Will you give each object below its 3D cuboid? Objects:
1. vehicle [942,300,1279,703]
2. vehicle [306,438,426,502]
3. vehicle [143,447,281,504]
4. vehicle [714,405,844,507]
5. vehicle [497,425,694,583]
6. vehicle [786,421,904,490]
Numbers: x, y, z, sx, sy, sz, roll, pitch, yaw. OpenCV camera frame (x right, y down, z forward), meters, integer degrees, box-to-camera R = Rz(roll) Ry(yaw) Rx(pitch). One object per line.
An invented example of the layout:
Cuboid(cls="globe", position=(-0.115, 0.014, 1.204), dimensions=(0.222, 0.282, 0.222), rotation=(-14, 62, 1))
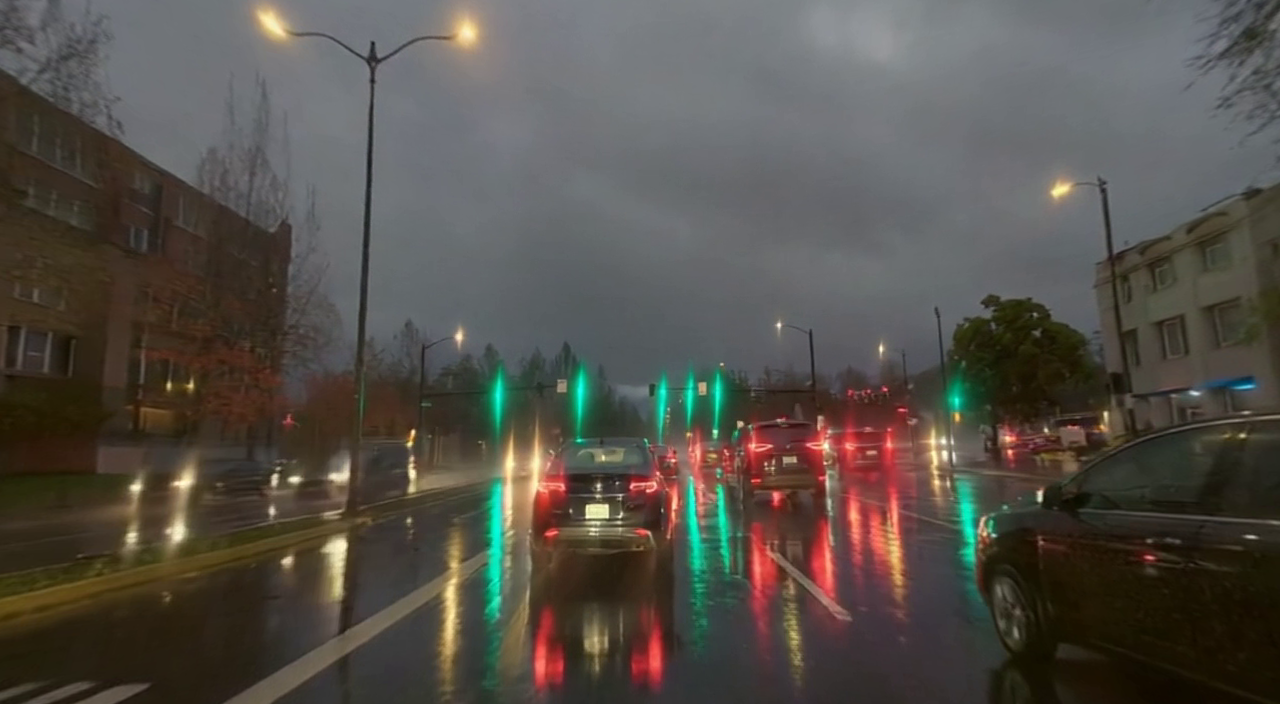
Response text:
Cuboid(cls="vehicle", position=(3.236, 0.841, 2.401), dimensions=(1.982, 1.960, 4.427), rotation=(0, -8, 1))
Cuboid(cls="vehicle", position=(-9.281, 4.001, 21.800), dimensions=(1.979, 1.987, 4.542), rotation=(0, -8, 1))
Cuboid(cls="vehicle", position=(-16.305, 4.673, 24.309), dimensions=(2.010, 1.964, 4.541), rotation=(0, -8, 2))
Cuboid(cls="vehicle", position=(3.753, 2.976, 18.357), dimensions=(2.516, 2.481, 5.766), rotation=(0, -8, 0))
Cuboid(cls="vehicle", position=(-0.451, 1.934, 8.824), dimensions=(2.111, 1.676, 4.018), rotation=(0, -8, 1))
Cuboid(cls="vehicle", position=(7.409, 3.812, 23.463), dimensions=(2.627, 2.252, 5.236), rotation=(0, -8, 0))
